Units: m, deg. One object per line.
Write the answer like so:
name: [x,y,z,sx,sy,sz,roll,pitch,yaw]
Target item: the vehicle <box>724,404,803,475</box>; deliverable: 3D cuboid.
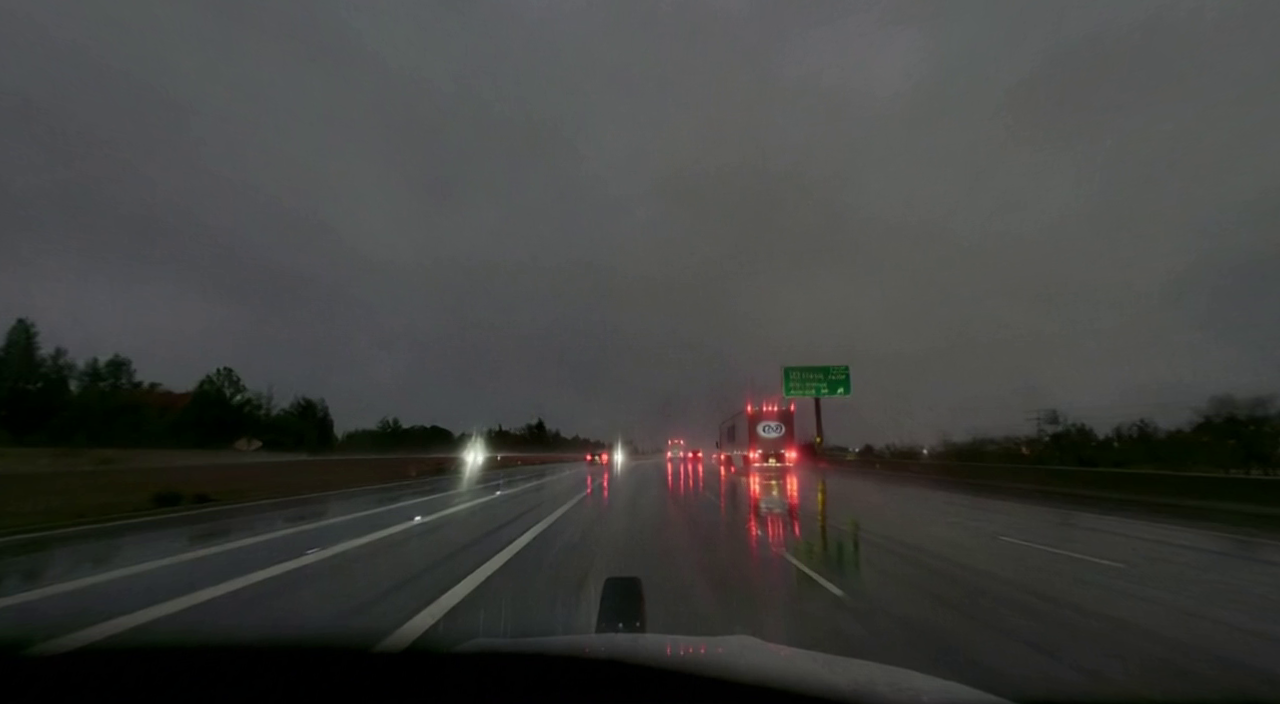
vehicle: [8.319,6.357,44.962,2.912,4.143,15.538,0,-9,1]
